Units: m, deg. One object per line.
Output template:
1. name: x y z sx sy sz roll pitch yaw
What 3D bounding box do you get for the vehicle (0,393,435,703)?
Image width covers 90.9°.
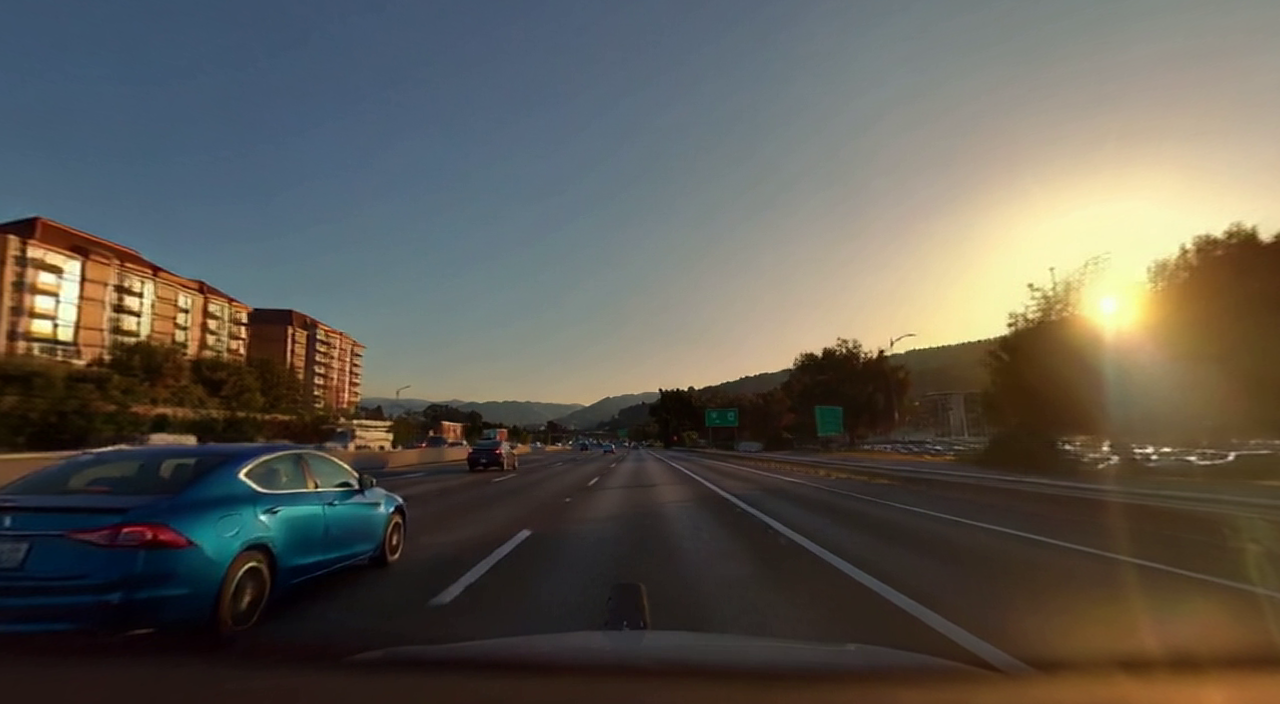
1. vehicle: -3.624 1.324 5.188 2.144 1.565 4.951 0 -8 1

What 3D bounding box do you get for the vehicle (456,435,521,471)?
1. vehicle: -7.535 5.058 31.872 2.118 1.675 4.395 0 -8 1
